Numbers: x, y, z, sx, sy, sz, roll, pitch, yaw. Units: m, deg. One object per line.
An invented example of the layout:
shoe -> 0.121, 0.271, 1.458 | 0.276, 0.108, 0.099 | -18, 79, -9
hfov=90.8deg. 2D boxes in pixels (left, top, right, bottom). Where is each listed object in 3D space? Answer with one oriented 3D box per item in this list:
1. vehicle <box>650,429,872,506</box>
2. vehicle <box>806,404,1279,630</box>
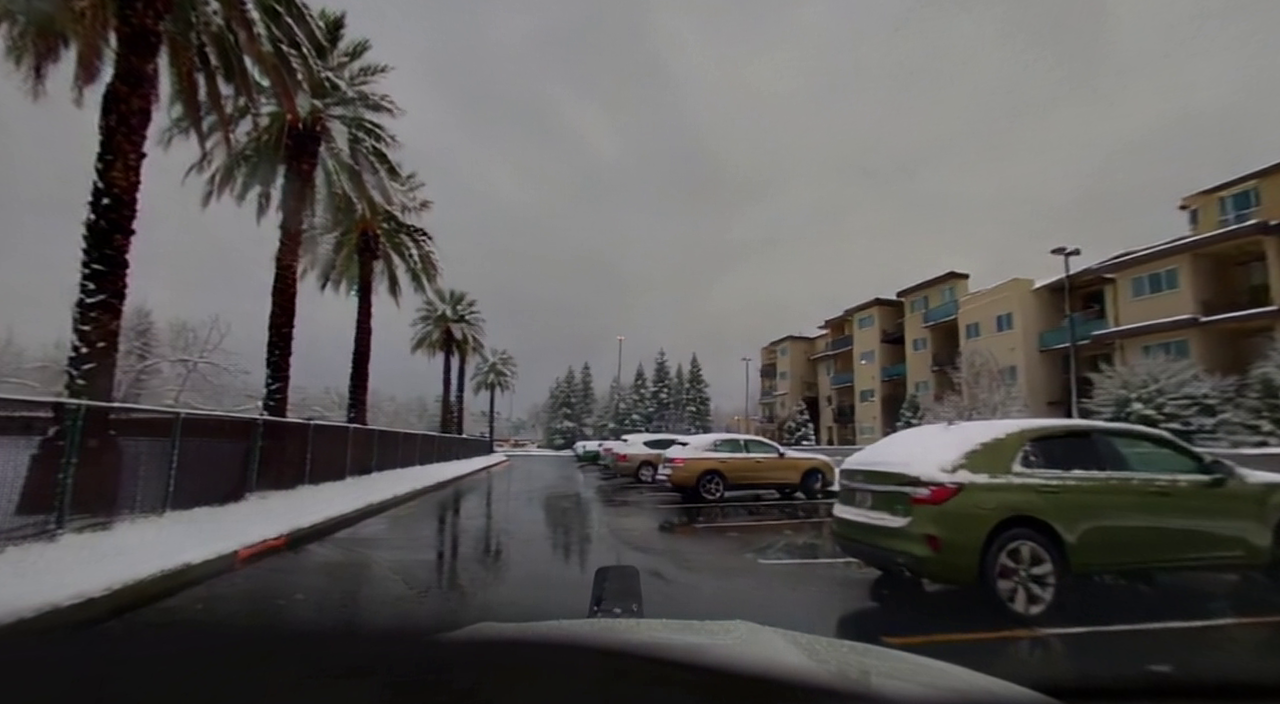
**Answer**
vehicle -> 3.122, 3.003, 16.792 | 5.381, 1.826, 2.047 | 2, -9, -12
vehicle -> 4.168, 1.439, 5.726 | 4.803, 1.520, 1.894 | 5, -9, -11
